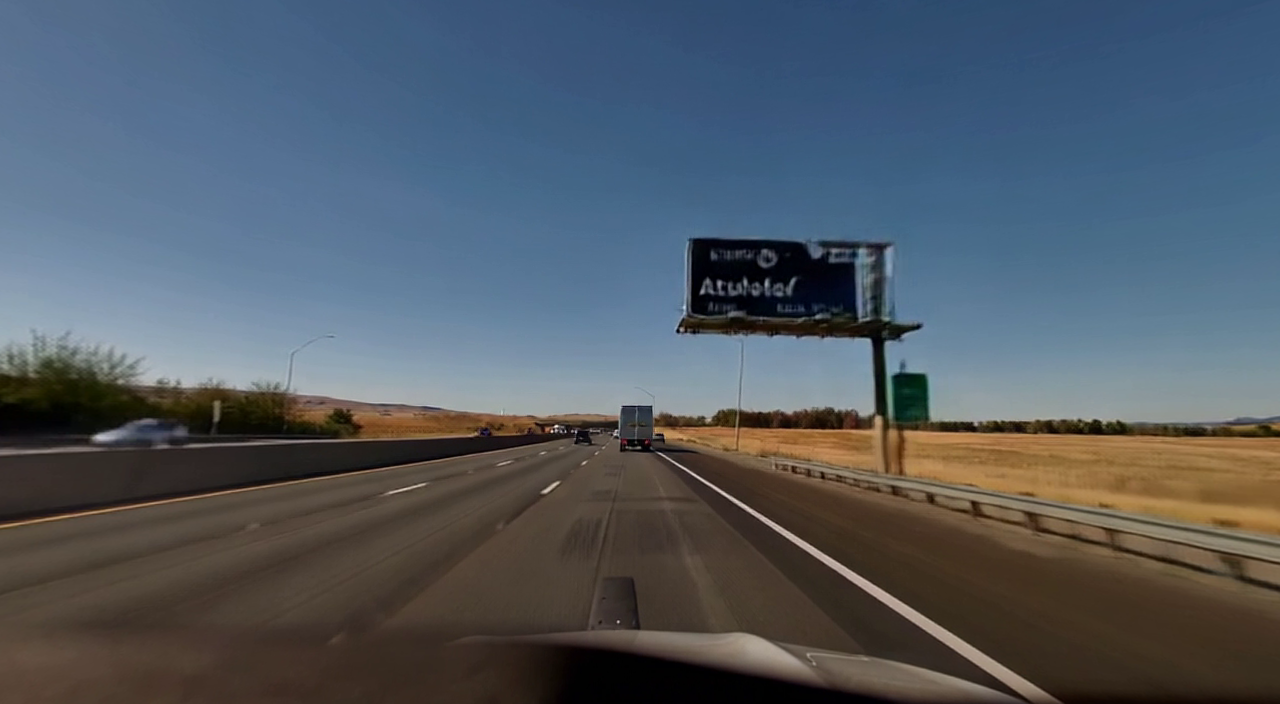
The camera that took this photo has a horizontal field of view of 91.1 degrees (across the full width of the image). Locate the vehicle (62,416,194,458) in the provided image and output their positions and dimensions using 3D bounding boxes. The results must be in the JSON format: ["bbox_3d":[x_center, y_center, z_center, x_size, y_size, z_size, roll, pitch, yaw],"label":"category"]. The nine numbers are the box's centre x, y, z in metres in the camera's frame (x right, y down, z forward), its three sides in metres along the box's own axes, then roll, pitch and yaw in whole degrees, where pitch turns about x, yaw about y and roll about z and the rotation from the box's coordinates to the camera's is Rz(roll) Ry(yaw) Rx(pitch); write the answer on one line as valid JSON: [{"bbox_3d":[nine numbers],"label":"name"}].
[{"bbox_3d":[-19.674,3.313,24.412,1.824,1.479,3.952,0,-8,-1],"label":"vehicle"}]

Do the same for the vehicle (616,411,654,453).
[{"bbox_3d":[-0.433,5.580,43.704,2.418,2.704,6.445,0,-8,-3],"label":"vehicle"}]
